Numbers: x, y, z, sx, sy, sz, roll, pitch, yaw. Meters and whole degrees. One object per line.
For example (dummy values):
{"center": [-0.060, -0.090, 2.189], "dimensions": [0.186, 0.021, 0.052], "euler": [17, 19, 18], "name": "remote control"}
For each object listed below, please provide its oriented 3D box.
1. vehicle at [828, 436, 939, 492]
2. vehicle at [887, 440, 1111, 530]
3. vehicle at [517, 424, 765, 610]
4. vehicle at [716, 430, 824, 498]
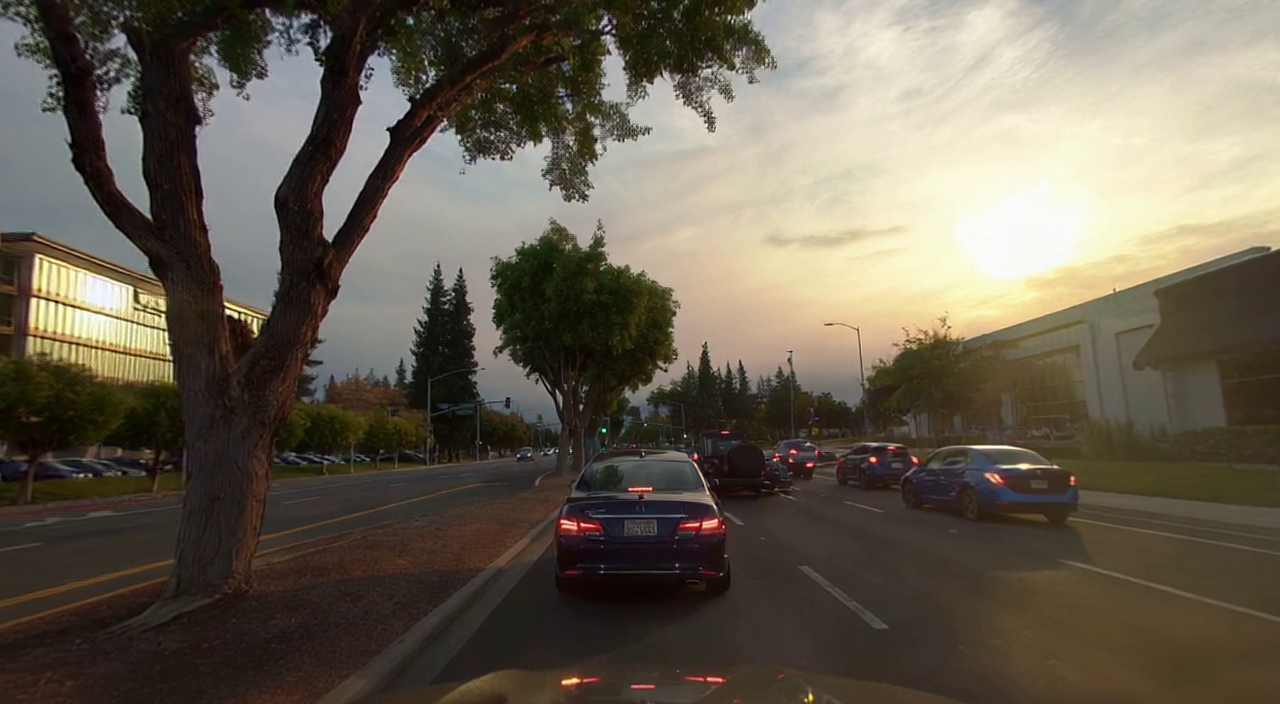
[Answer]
{"center": [7.952, 3.674, 21.114], "dimensions": [1.963, 1.637, 4.527], "euler": [0, -8, 1], "name": "vehicle"}
{"center": [6.848, 2.537, 12.732], "dimensions": [1.911, 1.468, 4.417], "euler": [0, -8, 0], "name": "vehicle"}
{"center": [-0.028, 1.642, 7.288], "dimensions": [1.977, 1.465, 4.376], "euler": [0, -8, -1], "name": "vehicle"}
{"center": [3.616, 3.204, 18.463], "dimensions": [2.114, 1.736, 4.553], "euler": [0, -8, -1], "name": "vehicle"}
